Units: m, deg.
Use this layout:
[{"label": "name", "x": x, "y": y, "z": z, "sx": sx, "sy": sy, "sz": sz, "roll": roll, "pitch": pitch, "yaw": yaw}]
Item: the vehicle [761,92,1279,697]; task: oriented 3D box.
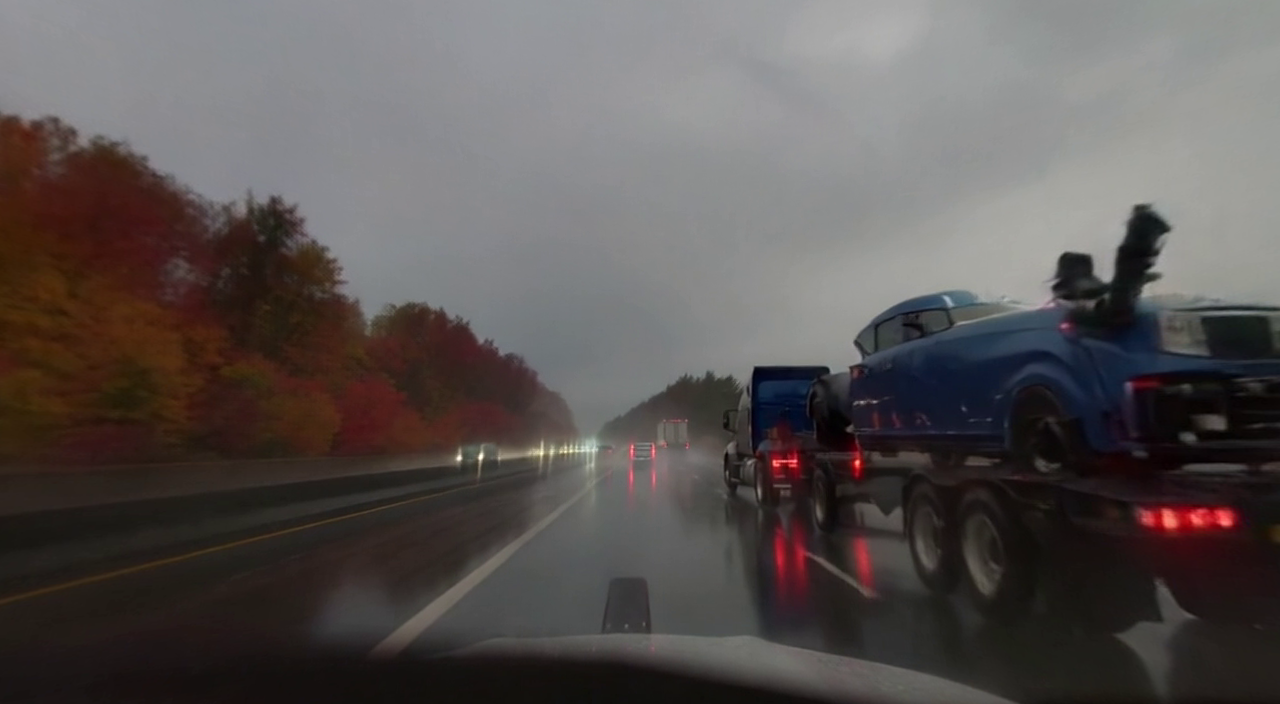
[{"label": "vehicle", "x": 4.778, "y": 1.064, "z": 9.848, "sx": 3.150, "sy": 3.257, "sz": 13.098, "roll": 0, "pitch": -8, "yaw": 0}]

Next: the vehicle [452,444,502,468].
[{"label": "vehicle", "x": -10.408, "y": 6.664, "z": 40.546, "sx": 1.934, "sy": 1.497, "sz": 4.356, "roll": 0, "pitch": -8, "yaw": 1}]

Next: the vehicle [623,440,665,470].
[{"label": "vehicle", "x": 0.231, "y": 5.584, "z": 34.256, "sx": 2.152, "sy": 1.484, "sz": 4.211, "roll": 0, "pitch": -8, "yaw": 1}]
